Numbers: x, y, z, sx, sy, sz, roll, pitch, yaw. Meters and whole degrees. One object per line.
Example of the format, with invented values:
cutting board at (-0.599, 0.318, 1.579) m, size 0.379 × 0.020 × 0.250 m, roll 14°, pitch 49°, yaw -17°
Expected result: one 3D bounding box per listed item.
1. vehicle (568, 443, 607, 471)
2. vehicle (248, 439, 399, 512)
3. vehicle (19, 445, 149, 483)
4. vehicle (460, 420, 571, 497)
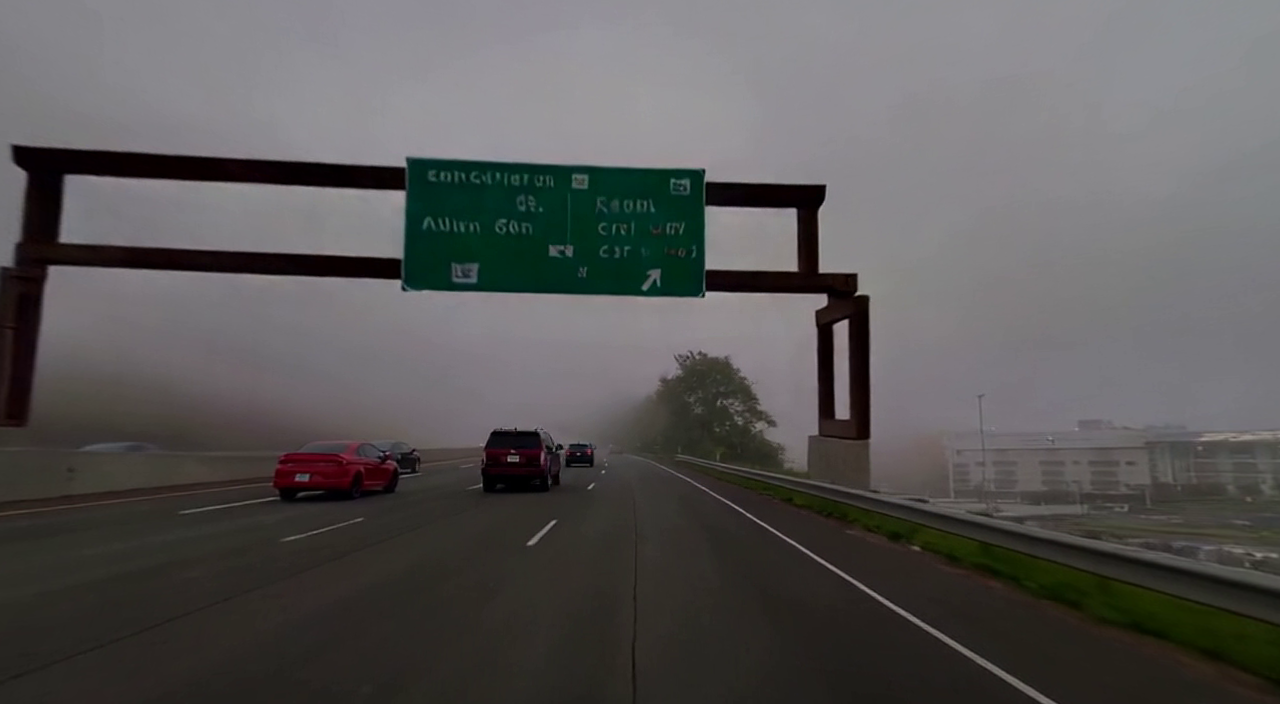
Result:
vehicle at (-3.078, 6.234, 37.683) m, size 1.955 × 1.614 × 3.817 m, roll 0°, pitch -8°, yaw 0°
vehicle at (-7.283, 2.833, 14.928) m, size 1.796 × 1.509 × 3.393 m, roll 0°, pitch -8°, yaw 0°
vehicle at (-24.023, 4.809, 27.498) m, size 1.821 × 1.485 × 4.323 m, roll 0°, pitch -8°, yaw -2°
vehicle at (-3.553, 3.169, 19.172) m, size 2.301 × 1.985 × 5.247 m, roll 0°, pitch -8°, yaw 0°
